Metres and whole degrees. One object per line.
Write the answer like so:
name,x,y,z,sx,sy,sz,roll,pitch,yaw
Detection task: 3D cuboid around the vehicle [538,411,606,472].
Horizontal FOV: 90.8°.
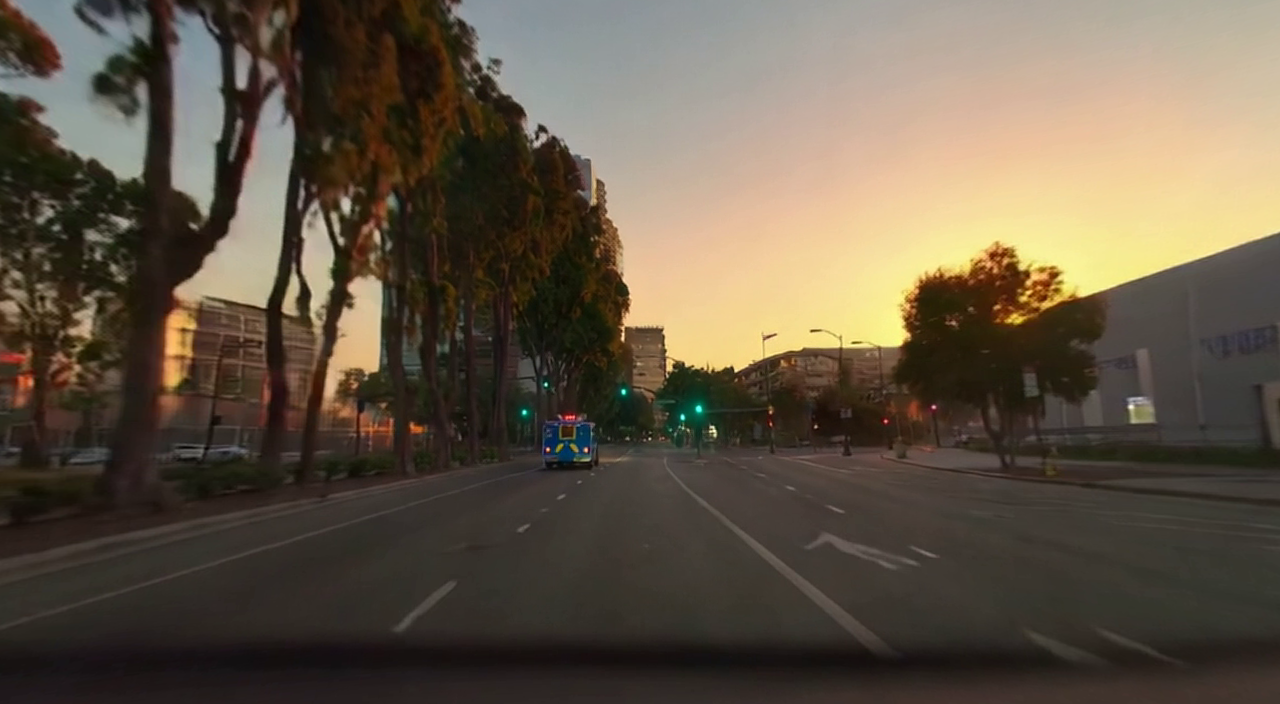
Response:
vehicle,-3.264,4.508,31.863,2.633,2.787,5.796,0,-8,2
